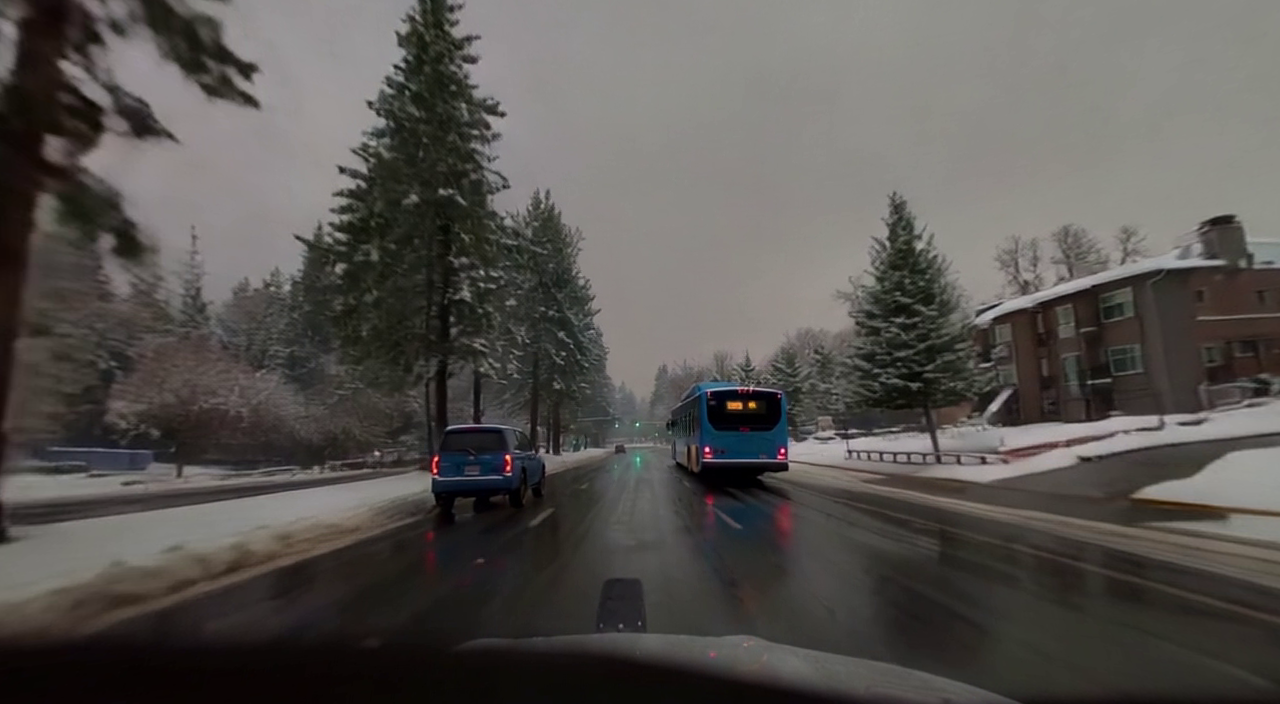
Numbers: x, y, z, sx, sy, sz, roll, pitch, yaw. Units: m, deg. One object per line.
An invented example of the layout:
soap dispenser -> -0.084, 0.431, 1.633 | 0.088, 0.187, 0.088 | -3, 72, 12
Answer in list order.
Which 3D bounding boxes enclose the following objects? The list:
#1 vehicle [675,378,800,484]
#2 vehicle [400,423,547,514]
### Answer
vehicle -> 3.384, 3.385, 25.977 | 3.072, 3.278, 12.747 | 0, -8, 0
vehicle -> -3.586, 2.594, 14.480 | 2.111, 1.767, 4.333 | 0, -8, 1
